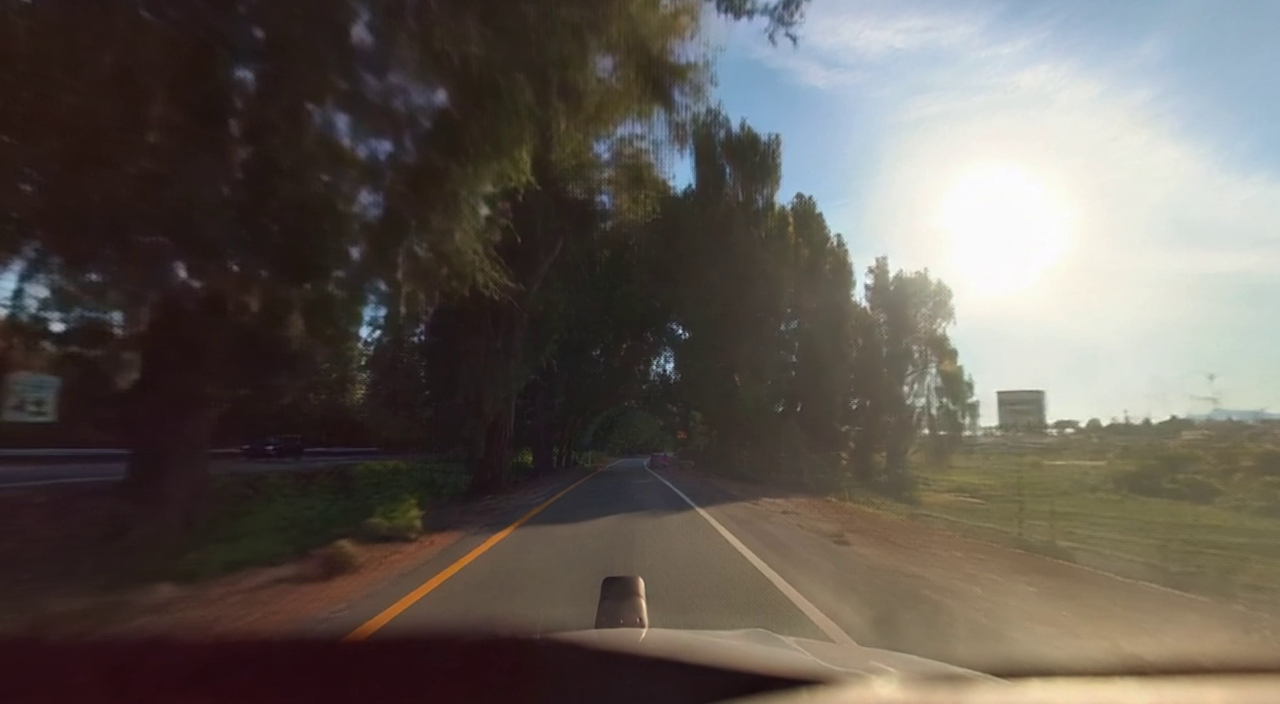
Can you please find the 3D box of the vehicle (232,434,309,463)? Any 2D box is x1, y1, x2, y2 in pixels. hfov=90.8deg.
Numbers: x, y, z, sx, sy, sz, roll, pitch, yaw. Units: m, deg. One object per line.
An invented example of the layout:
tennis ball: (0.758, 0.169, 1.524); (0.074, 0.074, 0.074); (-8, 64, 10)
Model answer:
vehicle: (-22.499, 5.913, 38.666); (1.963, 1.677, 4.526); (0, -9, 0)
